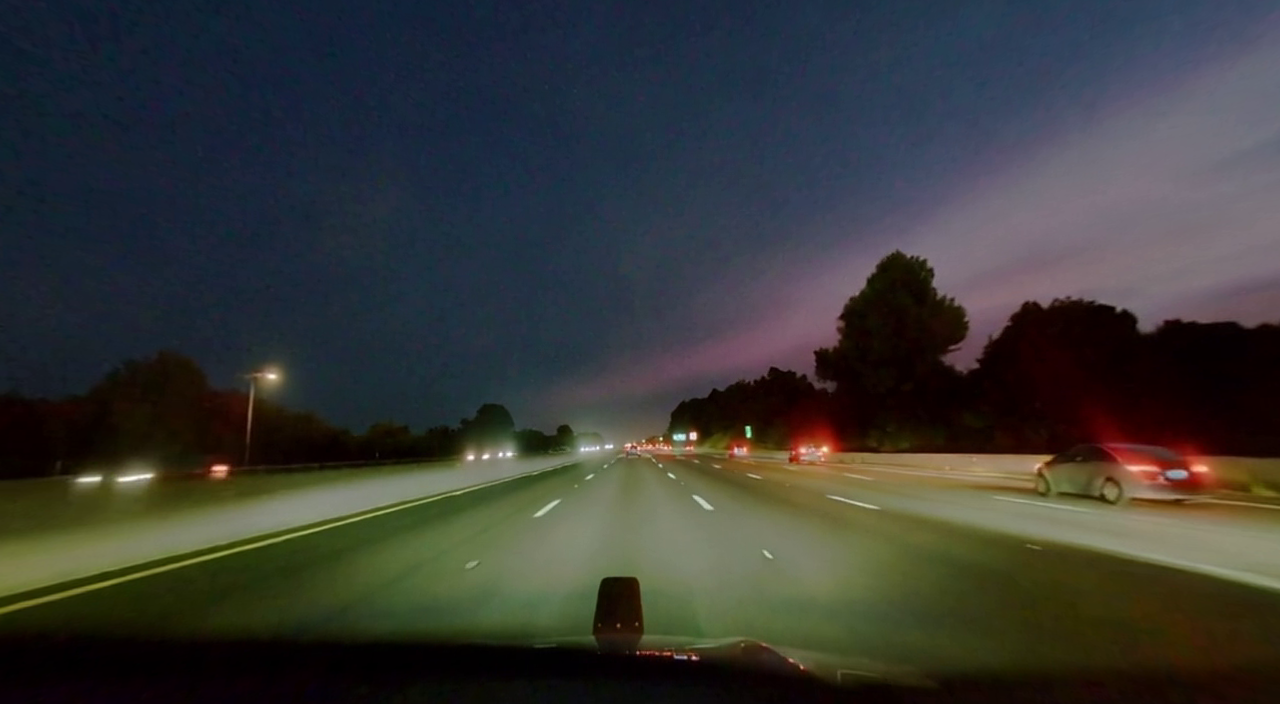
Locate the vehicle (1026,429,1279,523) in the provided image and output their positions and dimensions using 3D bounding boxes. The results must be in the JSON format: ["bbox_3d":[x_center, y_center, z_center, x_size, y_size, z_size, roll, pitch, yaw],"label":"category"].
[{"bbox_3d":[10.488,2.421,12.972,1.962,1.536,4.945,0,-9,-1],"label":"vehicle"}]

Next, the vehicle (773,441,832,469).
[{"bbox_3d":[9.426,6.017,37.056,2.075,1.496,4.573,0,-9,-2],"label":"vehicle"}]

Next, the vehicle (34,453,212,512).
[{"bbox_3d":[-14.697,3.686,18.286,1.895,1.444,3.835,0,-9,0],"label":"vehicle"}]

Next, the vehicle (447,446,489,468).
[{"bbox_3d":[-10.623,6.485,39.196,1.563,1.226,3.690,1,-8,-1],"label":"vehicle"}]
